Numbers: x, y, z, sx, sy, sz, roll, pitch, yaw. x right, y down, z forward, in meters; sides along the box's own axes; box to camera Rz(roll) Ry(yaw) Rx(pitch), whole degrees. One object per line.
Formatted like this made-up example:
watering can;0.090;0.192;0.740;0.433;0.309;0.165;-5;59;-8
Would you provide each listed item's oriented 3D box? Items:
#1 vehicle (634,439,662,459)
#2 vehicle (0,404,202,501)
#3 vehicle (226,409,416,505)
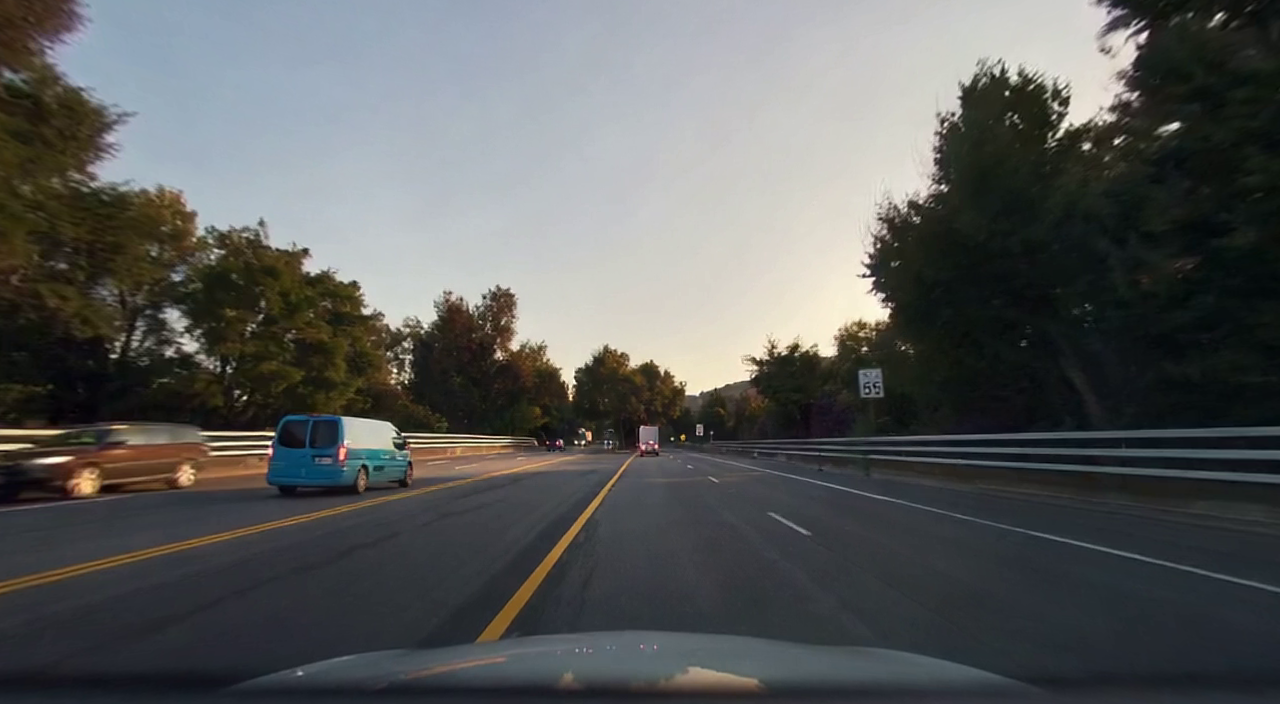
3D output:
vehicle;0.646;7.461;48.457;2.061;1.469;3.782;0;-8;1
vehicle;-13.907;2.465;15.745;2.103;2.019;5.093;0;-8;1
vehicle;-7.115;2.393;14.692;2.068;1.897;4.372;0;-8;1
